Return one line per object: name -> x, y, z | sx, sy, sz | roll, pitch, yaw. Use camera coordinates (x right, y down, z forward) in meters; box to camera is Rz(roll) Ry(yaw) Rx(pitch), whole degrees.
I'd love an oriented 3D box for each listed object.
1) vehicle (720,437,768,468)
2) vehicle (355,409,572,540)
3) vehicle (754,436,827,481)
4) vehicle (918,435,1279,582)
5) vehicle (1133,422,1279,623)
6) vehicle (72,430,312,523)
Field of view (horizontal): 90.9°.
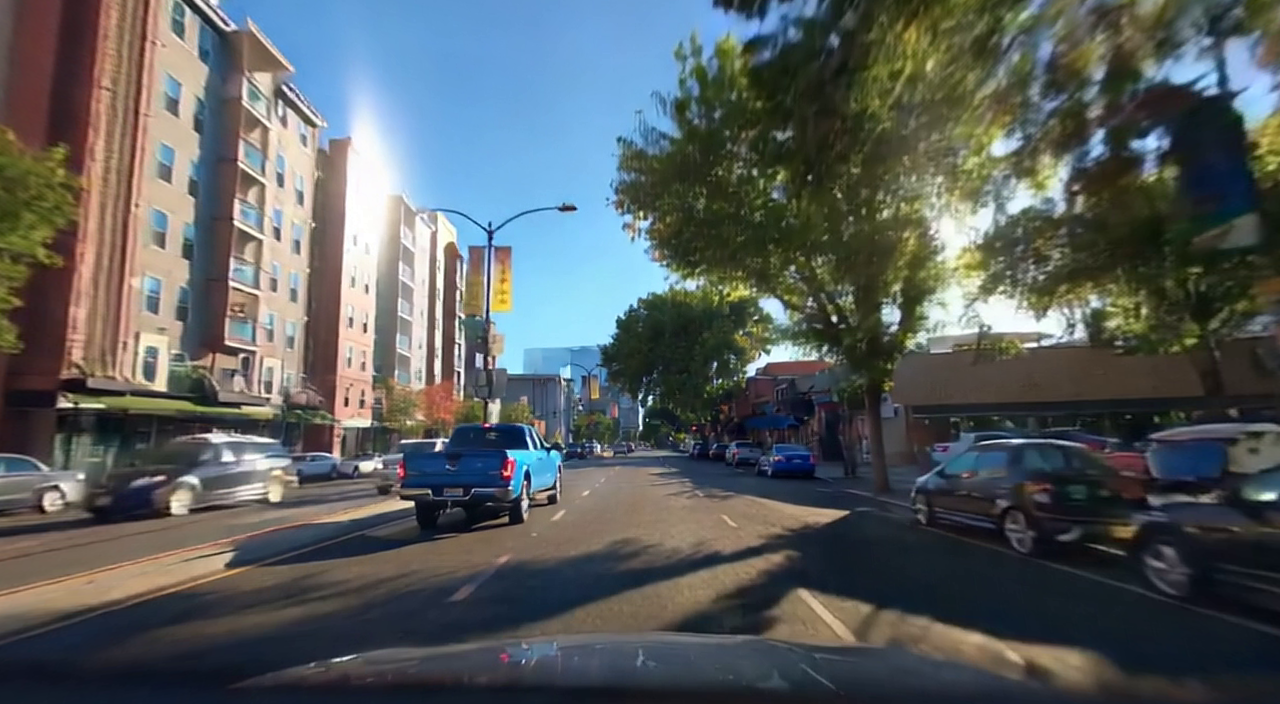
vehicle -> 6.186, 6.053, 38.015 | 2.018, 1.743, 4.529 | 0, -8, -1
vehicle -> -2.735, 2.094, 11.449 | 2.197, 1.786, 5.365 | 0, -8, 2
vehicle -> 6.198, 4.422, 26.518 | 1.928, 1.679, 4.716 | 0, -8, 1
vehicle -> 6.003, 1.965, 8.877 | 2.015, 1.494, 4.550 | 0, -8, -1
vehicle -> 5.958, 1.242, 4.311 | 1.871, 1.559, 4.015 | 0, -8, 0
vehicle -> -10.043, 2.800, 14.806 | 2.095, 1.784, 4.769 | 0, -8, 0
